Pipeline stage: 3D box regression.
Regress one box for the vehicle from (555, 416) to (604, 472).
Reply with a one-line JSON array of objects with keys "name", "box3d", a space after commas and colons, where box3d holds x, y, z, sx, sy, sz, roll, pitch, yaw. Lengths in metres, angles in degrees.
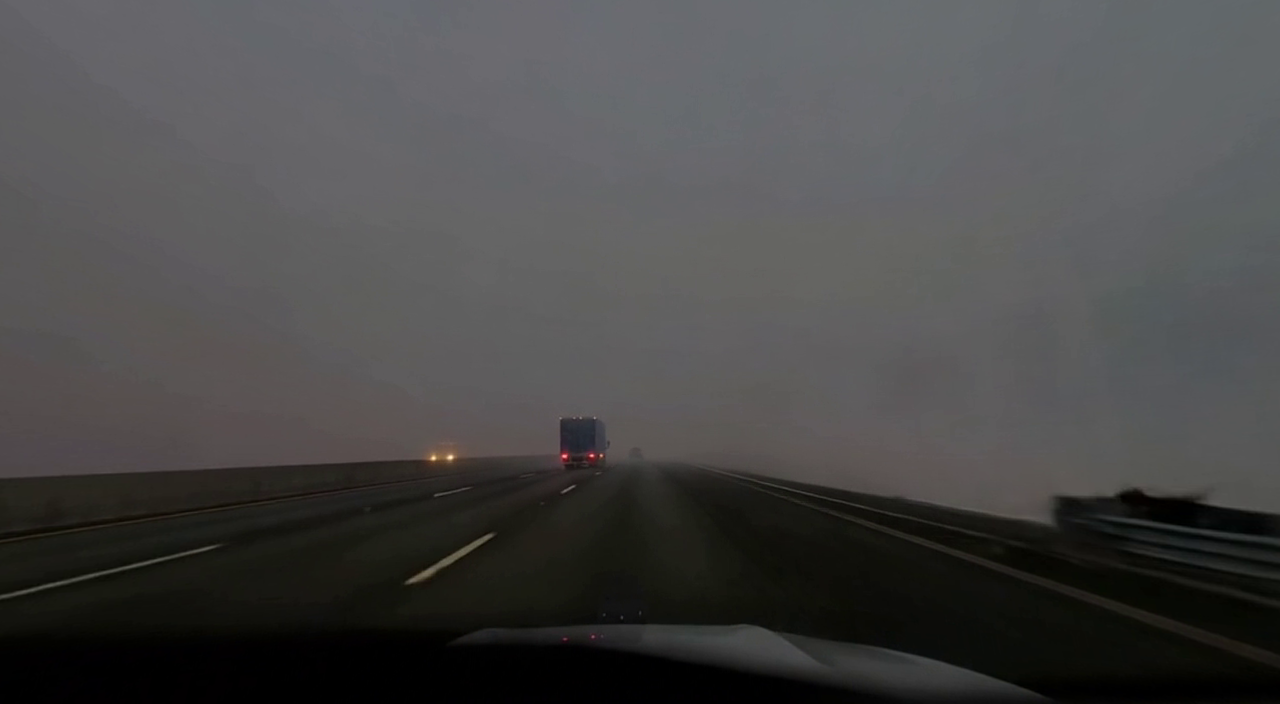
[{"name": "vehicle", "box3d": [-4.013, 6.373, 43.519, 2.707, 3.461, 7.191, 0, -9, -1]}]
